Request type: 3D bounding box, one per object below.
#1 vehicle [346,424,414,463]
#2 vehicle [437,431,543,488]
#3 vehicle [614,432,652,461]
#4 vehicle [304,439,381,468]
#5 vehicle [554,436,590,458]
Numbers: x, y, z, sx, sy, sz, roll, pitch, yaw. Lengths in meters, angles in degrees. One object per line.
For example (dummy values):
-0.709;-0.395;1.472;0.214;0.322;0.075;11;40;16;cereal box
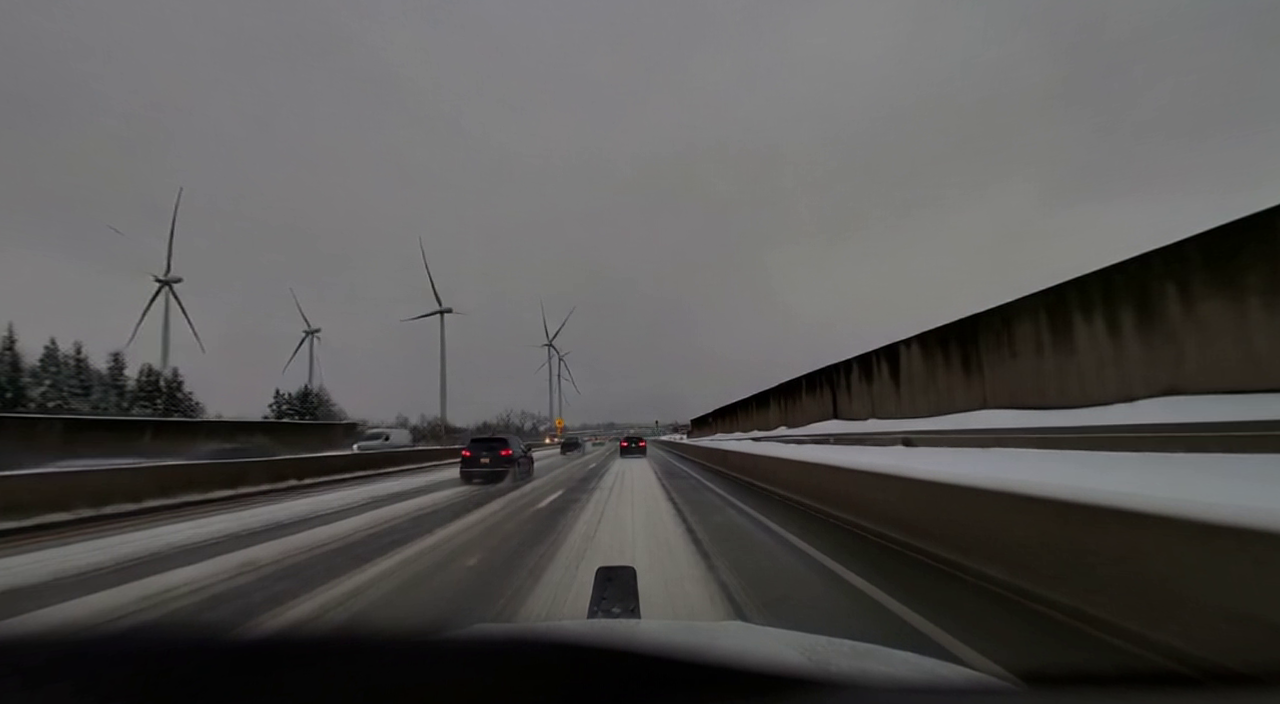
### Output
-18.293;6.460;44.676;2.522;2.584;5.381;0;-8;0;vehicle
-4.261;3.105;18.725;1.998;1.468;4.635;0;-8;0;vehicle
-0.421;5.411;36.145;2.027;1.550;3.607;0;-8;-1;vehicle
-18.081;6.151;38.627;2.374;1.628;4.917;0;-8;-1;vehicle
-4.587;6.450;43.082;2.059;1.436;3.802;0;-8;-1;vehicle
